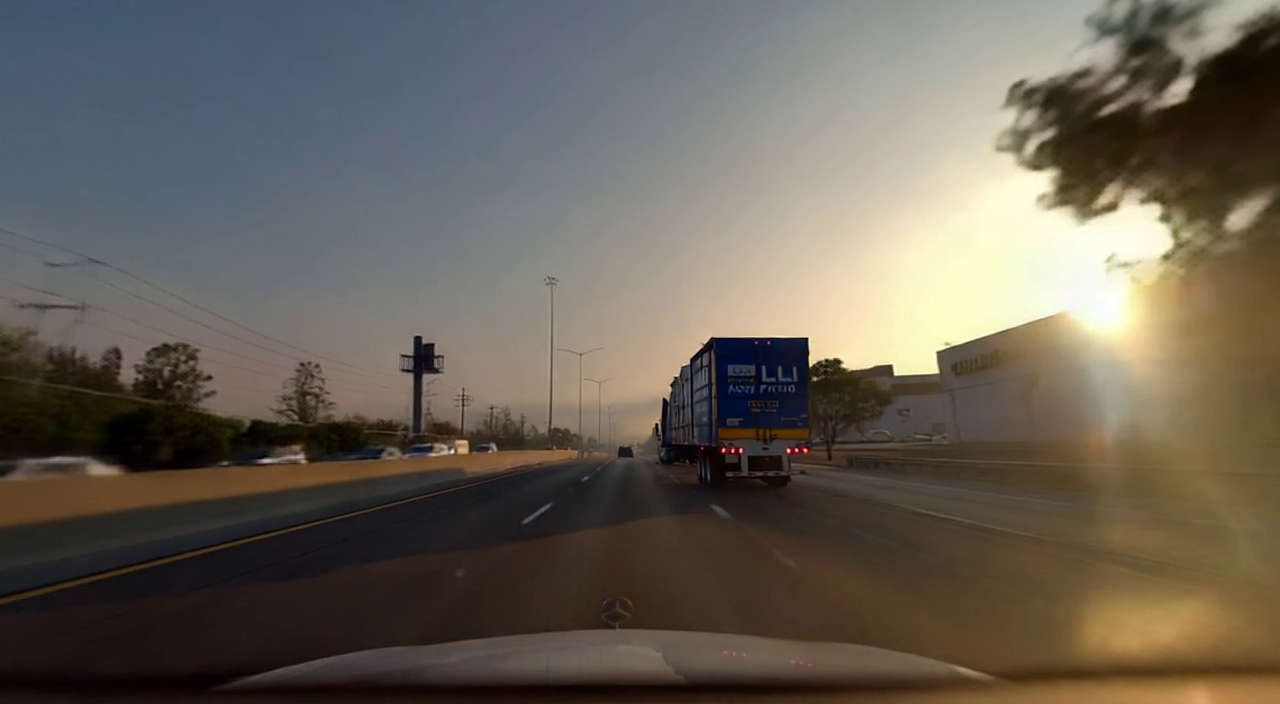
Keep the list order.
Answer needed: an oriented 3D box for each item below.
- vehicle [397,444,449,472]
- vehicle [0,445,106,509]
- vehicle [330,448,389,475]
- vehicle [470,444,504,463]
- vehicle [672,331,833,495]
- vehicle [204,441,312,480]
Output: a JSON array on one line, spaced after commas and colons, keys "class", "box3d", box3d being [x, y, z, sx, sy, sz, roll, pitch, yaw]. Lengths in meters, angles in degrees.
[{"class": "vehicle", "box3d": [-11.614, 5.664, 33.950, 1.620, 1.372, 3.339, 0, -9, -1]}, {"class": "vehicle", "box3d": [-14.881, 2.897, 14.850, 1.625, 1.396, 3.459, 0, -9, -1]}, {"class": "vehicle", "box3d": [-15.267, 5.937, 34.502, 1.681, 1.381, 3.370, 0, -9, 0]}, {"class": "vehicle", "box3d": [-11.941, 7.951, 49.592, 1.757, 1.451, 3.658, 0, -9, 0]}, {"class": "vehicle", "box3d": [3.412, 2.880, 25.465, 2.891, 4.387, 17.121, 0, -9, -2]}, {"class": "vehicle", "box3d": [-18.954, 5.399, 31.721, 2.122, 1.775, 5.330, 0, -9, -1]}]
